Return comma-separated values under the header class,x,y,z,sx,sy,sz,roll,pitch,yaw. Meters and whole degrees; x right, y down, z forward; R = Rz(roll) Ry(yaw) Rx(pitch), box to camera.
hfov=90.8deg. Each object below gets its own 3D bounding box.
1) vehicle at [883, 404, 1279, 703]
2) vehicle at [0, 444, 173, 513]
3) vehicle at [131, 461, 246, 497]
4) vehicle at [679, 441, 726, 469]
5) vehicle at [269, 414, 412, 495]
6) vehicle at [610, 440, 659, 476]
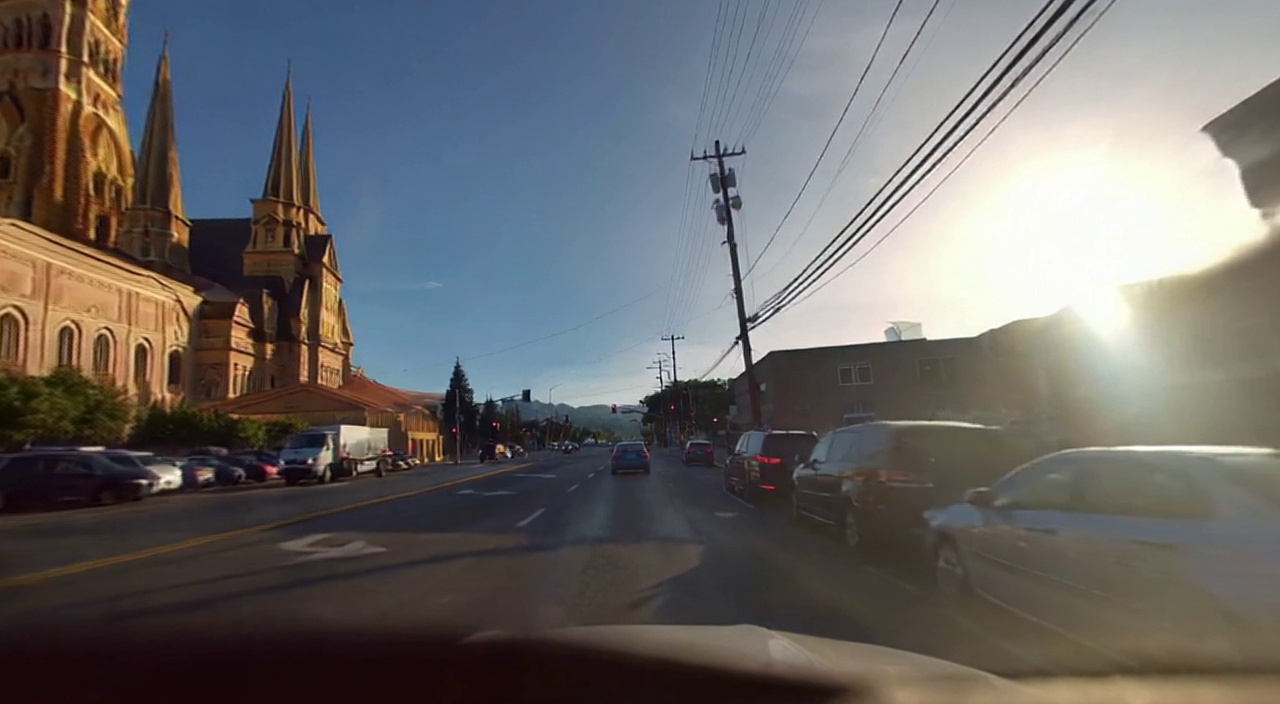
class,x,y,z,sx,sy,sz,roll,pitch,yaw
vehicle,3.610,1.285,4.708,1.826,1.523,4.371,0,-8,0
vehicle,-18.136,3.799,19.255,5.873,1.917,2.472,-1,-8,2
vehicle,-19.404,5.464,27.255,3.703,1.234,1.683,-4,-10,0
vehicle,3.523,5.915,36.483,1.944,1.530,4.539,0,-8,-4
vehicle,-12.116,4.194,26.244,2.961,2.739,6.276,-4,-8,-1
vehicle,-0.265,4.739,28.507,2.049,1.453,4.299,0,-8,-1
